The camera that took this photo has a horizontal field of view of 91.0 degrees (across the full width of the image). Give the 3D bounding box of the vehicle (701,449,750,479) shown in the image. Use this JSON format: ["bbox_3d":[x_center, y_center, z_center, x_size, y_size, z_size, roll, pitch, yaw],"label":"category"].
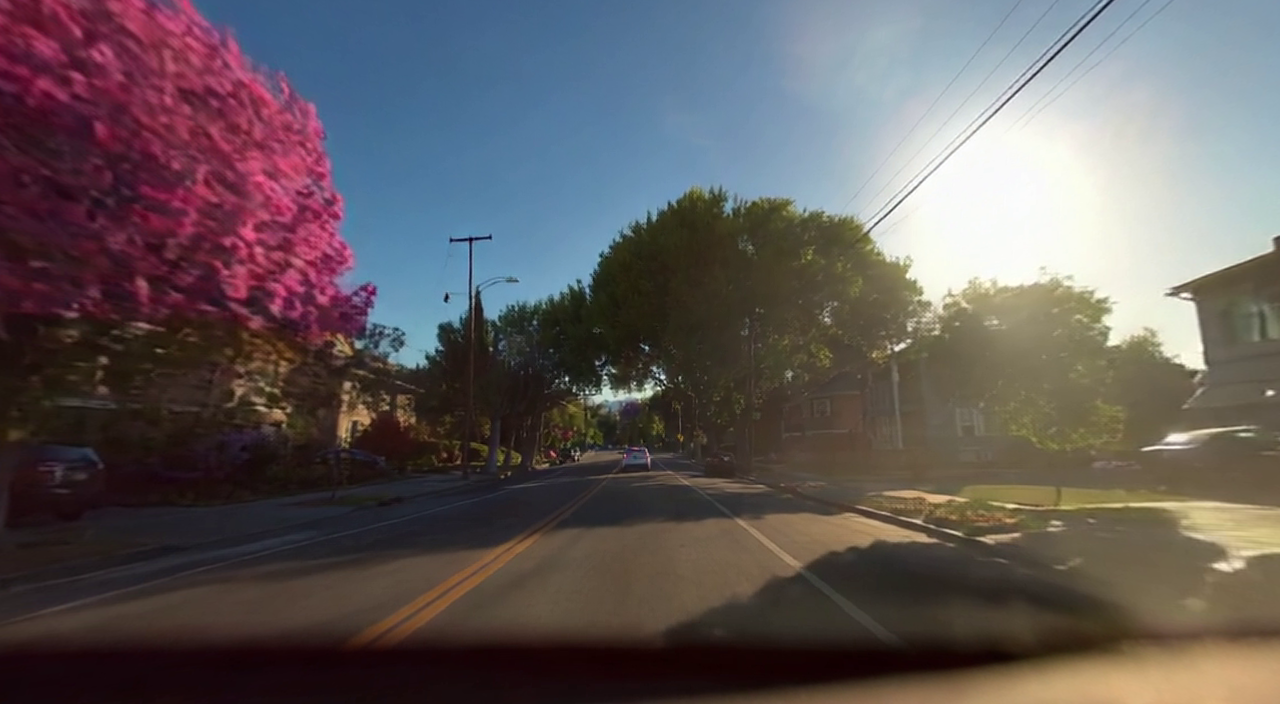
[{"bbox_3d":[4.620,6.133,34.766,1.977,1.481,5.155,0,-9,0],"label":"vehicle"}]

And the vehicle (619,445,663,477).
[{"bbox_3d":[0.027,5.518,32.101,2.104,1.500,3.815,0,-9,0],"label":"vehicle"}]

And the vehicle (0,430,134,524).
[{"bbox_3d":[-15.636,2.952,14.329,6.278,1.911,2.173,-3,-10,0],"label":"vehicle"}]

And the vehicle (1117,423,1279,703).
[{"bbox_3d":[4.056,0.951,1.899,1.899,1.547,4.259,0,-9,1],"label":"vehicle"}]
